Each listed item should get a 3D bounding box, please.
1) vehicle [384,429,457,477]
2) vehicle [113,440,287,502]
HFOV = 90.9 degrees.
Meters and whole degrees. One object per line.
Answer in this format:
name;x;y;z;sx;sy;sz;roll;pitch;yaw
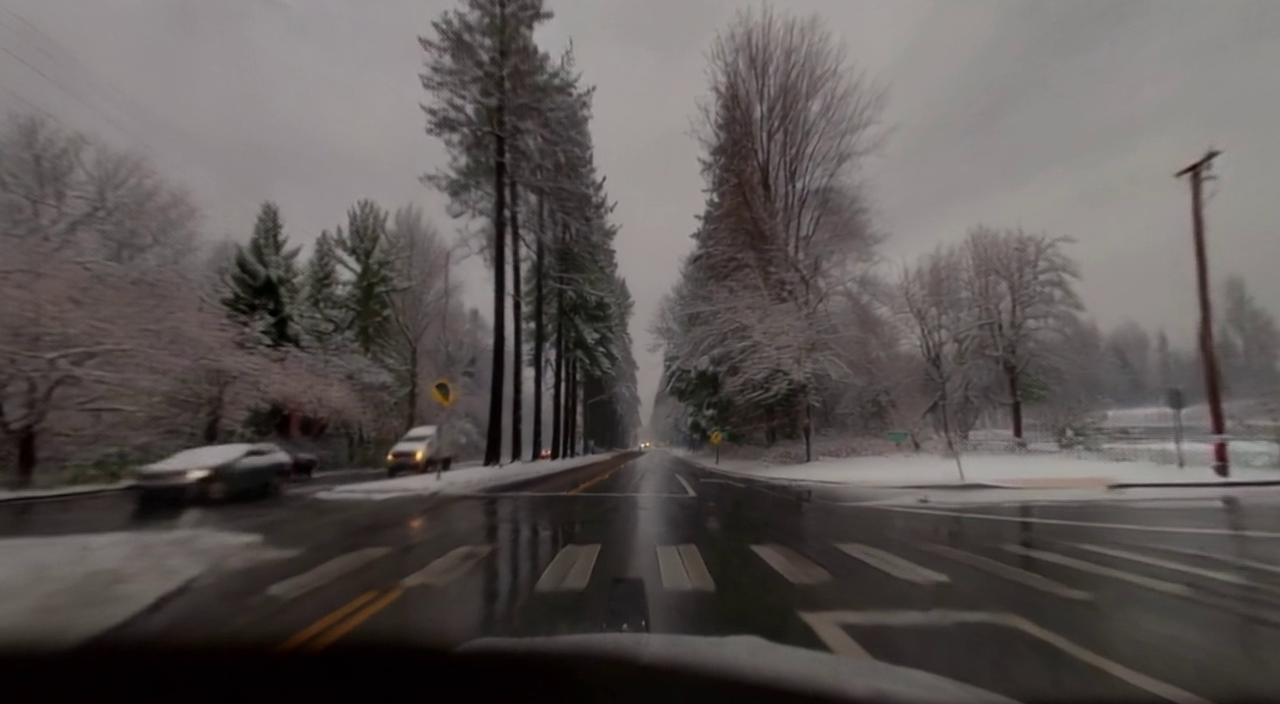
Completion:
vehicle;-13.218;6.125;38.430;2.305;2.620;5.830;0;-8;0
vehicle;-13.573;3.670;19.904;2.035;1.693;4.625;0;-8;1
